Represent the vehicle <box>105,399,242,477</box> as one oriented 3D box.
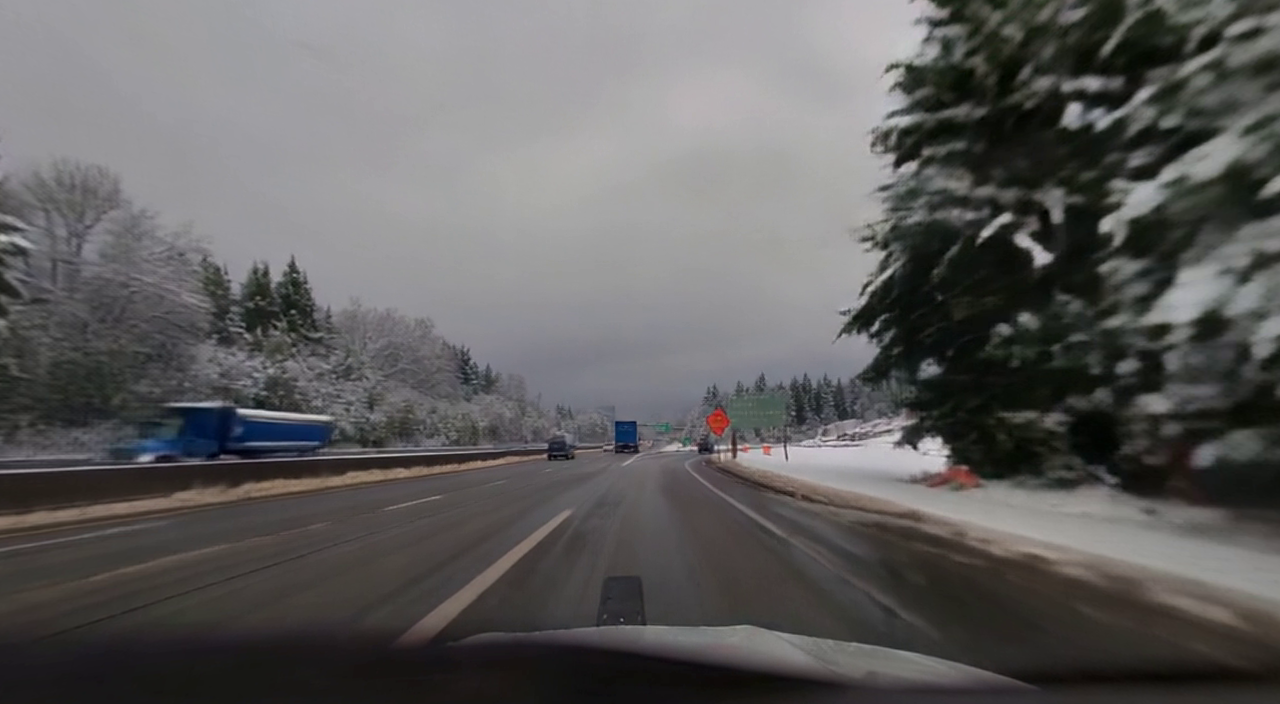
[{"bbox_3d":[-26.490,4.999,36.216,2.955,4.035,5.980,-1,-9,2],"label":"vehicle"}]
